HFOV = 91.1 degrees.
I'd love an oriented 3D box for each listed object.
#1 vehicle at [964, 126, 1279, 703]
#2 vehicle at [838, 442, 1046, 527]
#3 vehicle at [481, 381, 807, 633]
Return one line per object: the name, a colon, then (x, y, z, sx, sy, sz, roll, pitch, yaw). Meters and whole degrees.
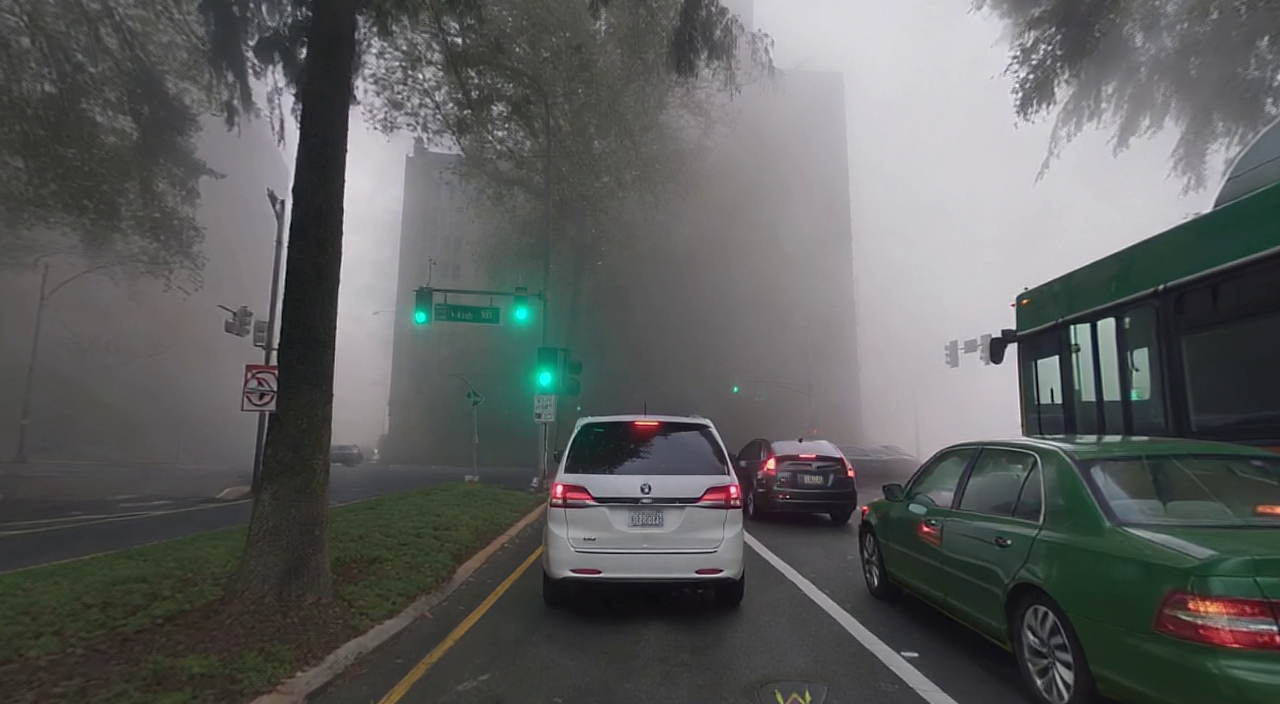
vehicle: (2.606, 0.317, 0.420, 2.037, 2.065, 5.037, 0, -8, 0)
vehicle: (5.962, 2.638, 13.221, 1.987, 1.457, 4.675, 0, -8, -1)
vehicle: (0.000, 1.474, 6.999, 2.381, 1.842, 4.603, 0, -8, -1)
